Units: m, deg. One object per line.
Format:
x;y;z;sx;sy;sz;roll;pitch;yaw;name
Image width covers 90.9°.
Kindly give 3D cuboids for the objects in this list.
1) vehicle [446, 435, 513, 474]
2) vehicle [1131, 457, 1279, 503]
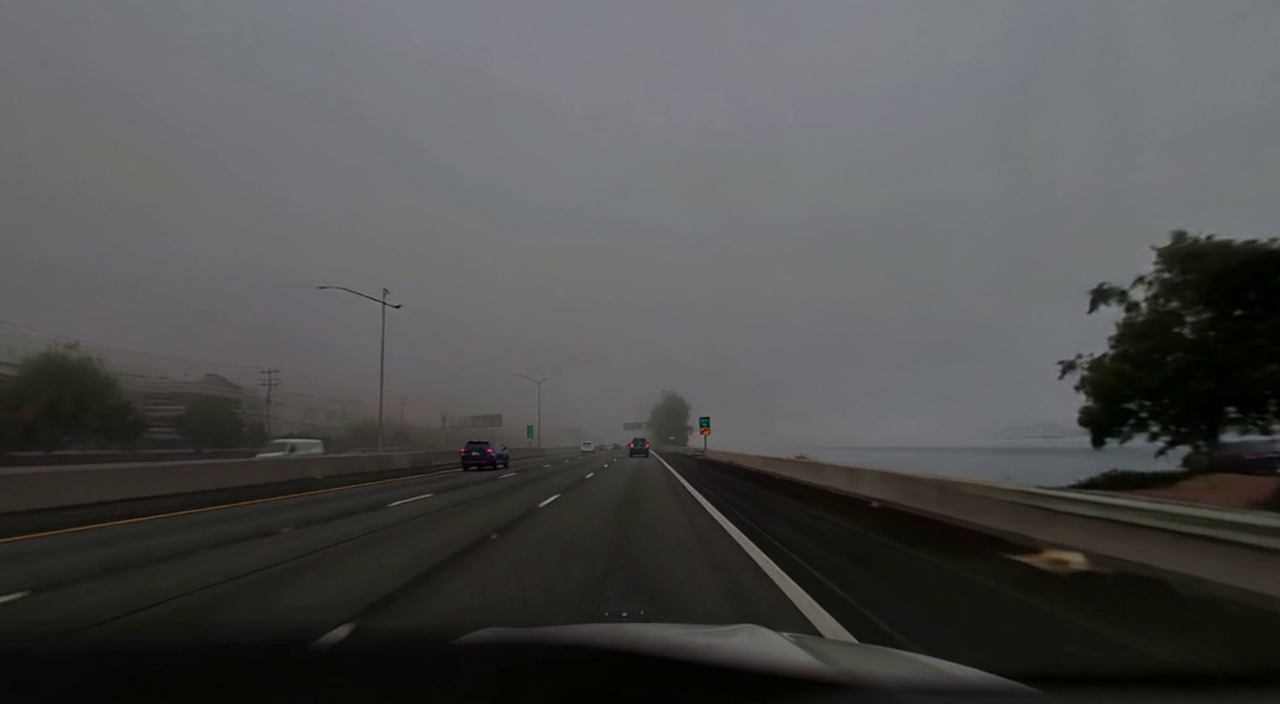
-7.205;4.640;28.766;1.946;1.590;4.042;0;-8;1;vehicle
20.783;4.594;22.811;4.457;1.502;1.850;0;-8;-1;vehicle
